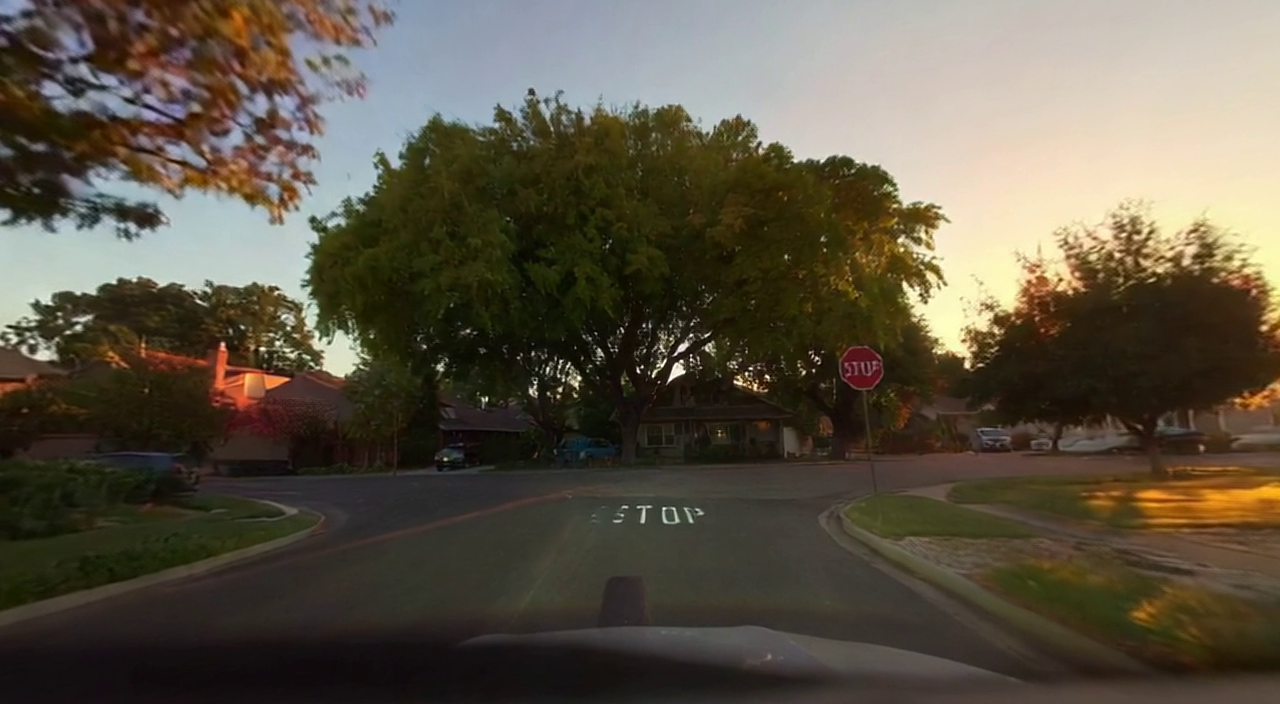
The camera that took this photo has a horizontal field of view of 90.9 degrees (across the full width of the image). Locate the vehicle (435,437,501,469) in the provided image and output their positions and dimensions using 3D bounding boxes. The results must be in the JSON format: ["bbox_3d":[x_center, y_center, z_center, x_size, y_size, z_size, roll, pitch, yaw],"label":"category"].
[{"bbox_3d":[-9.853,5.805,36.437,1.883,1.732,4.038,-2,-9,15],"label":"vehicle"}]
